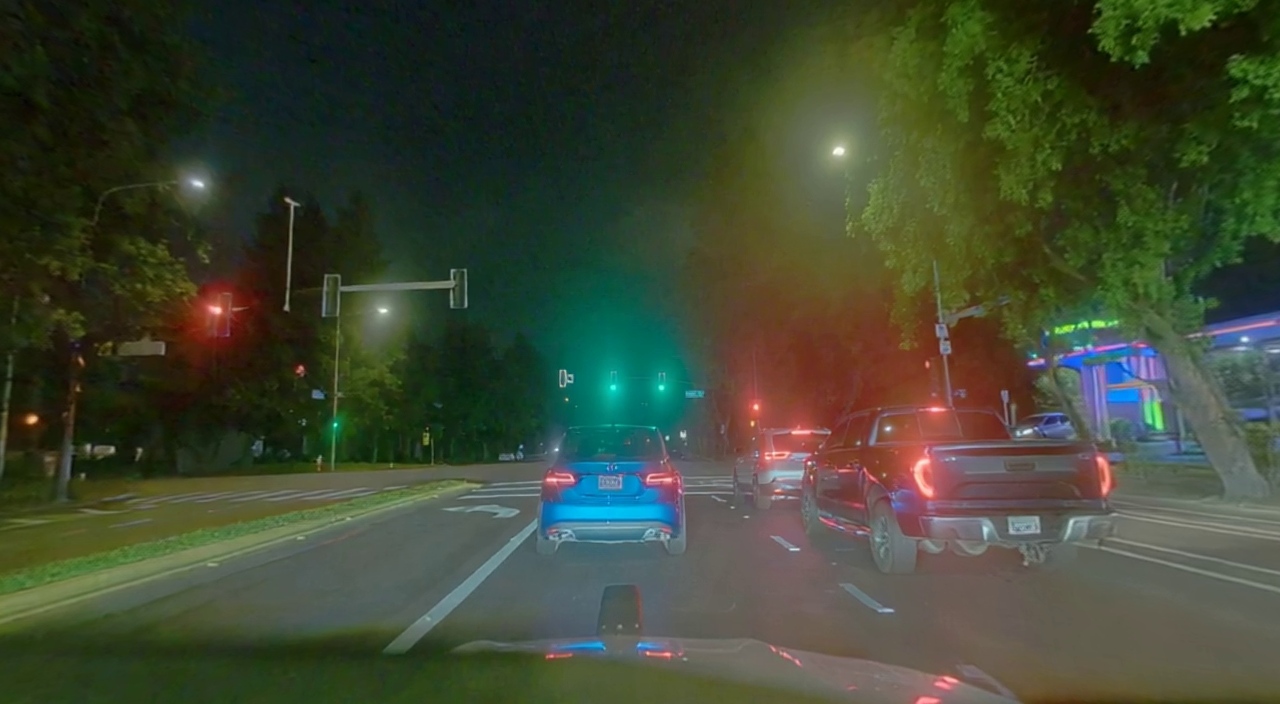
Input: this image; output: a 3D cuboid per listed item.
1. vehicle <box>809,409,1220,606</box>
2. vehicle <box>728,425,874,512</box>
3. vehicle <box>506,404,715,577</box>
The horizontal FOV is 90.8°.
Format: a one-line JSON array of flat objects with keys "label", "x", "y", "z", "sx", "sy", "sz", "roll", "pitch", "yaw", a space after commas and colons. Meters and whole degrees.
[{"label": "vehicle", "x": 3.607, "y": 1.579, "z": 7.390, "sx": 1.955, "sy": 1.550, "sz": 4.587, "roll": 0, "pitch": -8, "yaw": -1}, {"label": "vehicle", "x": 3.352, "y": 2.526, "z": 14.157, "sx": 2.031, "sy": 1.626, "sz": 4.264, "roll": 0, "pitch": -8, "yaw": -2}, {"label": "vehicle", "x": -0.295, "y": 1.630, "z": 8.097, "sx": 2.037, "sy": 1.674, "sz": 3.693, "roll": 0, "pitch": -8, "yaw": 0}]
